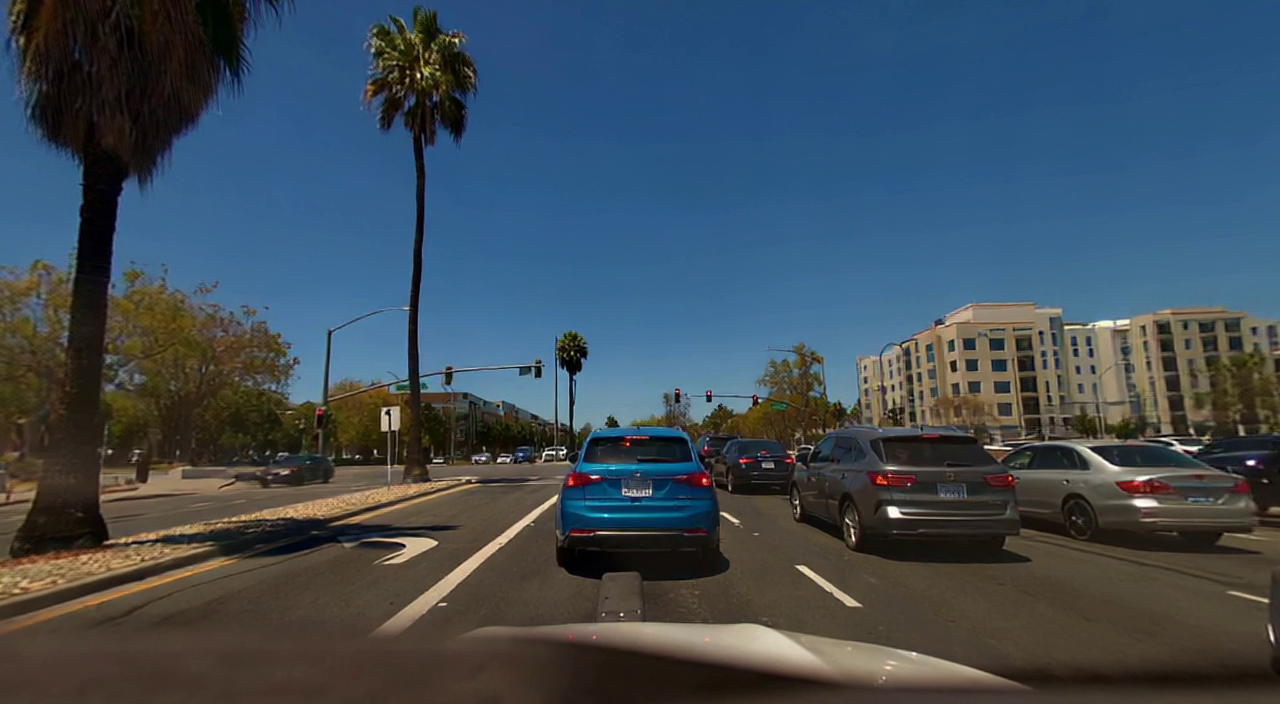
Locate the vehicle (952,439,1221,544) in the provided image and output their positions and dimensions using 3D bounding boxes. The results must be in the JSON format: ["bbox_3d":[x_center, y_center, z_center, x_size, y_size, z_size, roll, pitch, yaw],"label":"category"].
[{"bbox_3d":[7.370,2.298,11.056,1.832,1.477,3.981,0,-9,2],"label":"vehicle"}]

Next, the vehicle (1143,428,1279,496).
[{"bbox_3d":[18.062,3.201,18.486,4.786,1.848,2.107,0,-9,-1],"label":"vehicle"}]

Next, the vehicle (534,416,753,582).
[{"bbox_3d":[0.027,1.711,8.117,2.083,1.572,4.021,0,-9,0],"label":"vehicle"}]

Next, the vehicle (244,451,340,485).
[{"bbox_3d":[-16.341,5.452,29.978,2.021,1.464,4.505,0,-9,-1],"label":"vehicle"}]

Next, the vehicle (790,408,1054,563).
[{"bbox_3d":[3.669,1.815,9.247,1.947,1.725,4.159,0,-9,0],"label":"vehicle"}]
